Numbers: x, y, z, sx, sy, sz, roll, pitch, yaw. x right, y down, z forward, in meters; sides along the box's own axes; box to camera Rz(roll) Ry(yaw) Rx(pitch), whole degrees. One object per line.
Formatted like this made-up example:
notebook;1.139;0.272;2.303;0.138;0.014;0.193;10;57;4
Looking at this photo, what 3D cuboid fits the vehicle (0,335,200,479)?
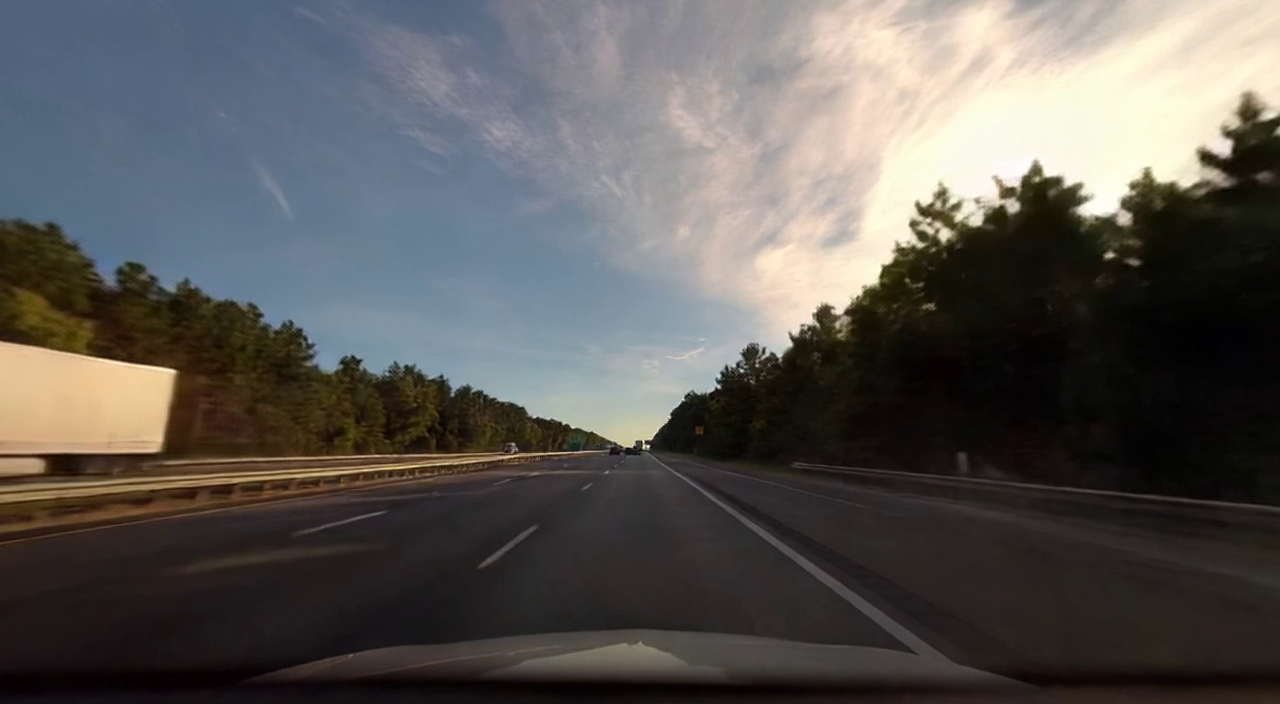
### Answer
vehicle;-18.893;1.577;17.637;2.948;3.895;14.360;0;-9;0
